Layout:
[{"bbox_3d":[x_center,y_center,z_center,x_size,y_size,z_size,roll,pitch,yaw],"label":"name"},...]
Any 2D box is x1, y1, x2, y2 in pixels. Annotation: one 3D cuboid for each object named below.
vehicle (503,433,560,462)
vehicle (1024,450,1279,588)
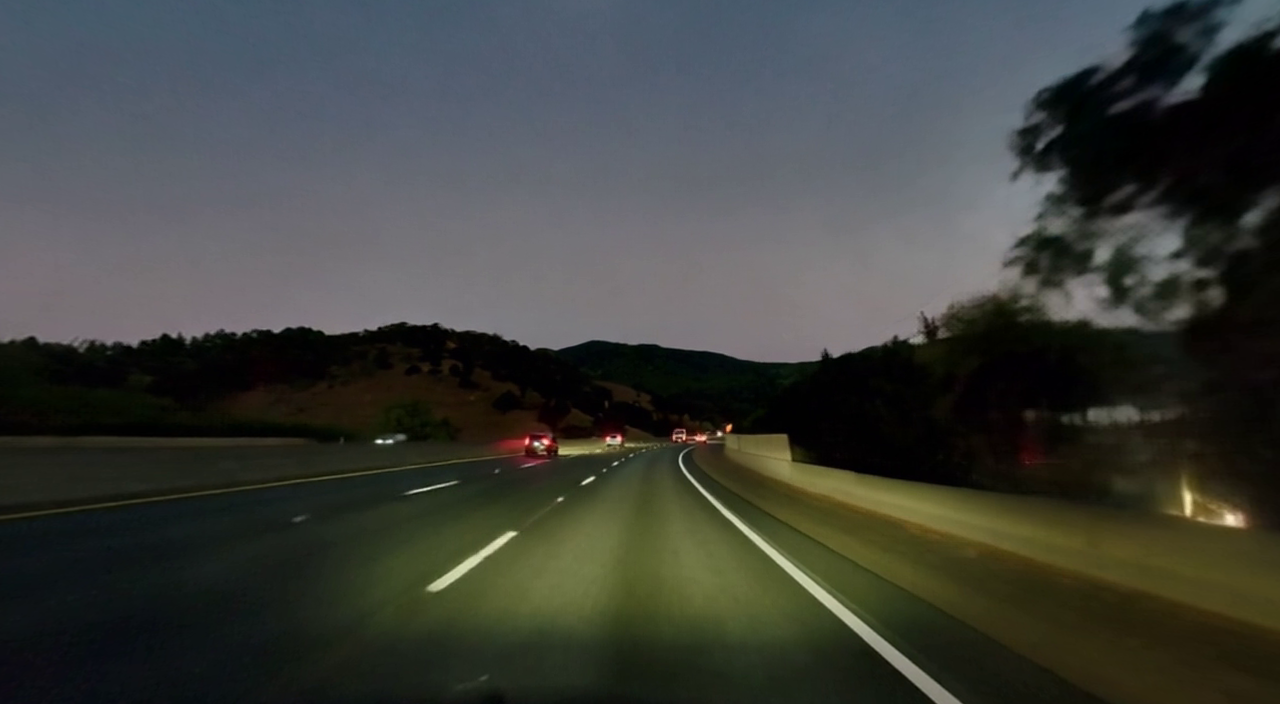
[{"bbox_3d":[-5.903,5.266,34.595,2.010,1.489,4.456,0,-9,5],"label":"vehicle"},{"bbox_3d":[10.358,2.934,12.158,2.325,1.972,5.577,1,-9,0],"label":"vehicle"}]
